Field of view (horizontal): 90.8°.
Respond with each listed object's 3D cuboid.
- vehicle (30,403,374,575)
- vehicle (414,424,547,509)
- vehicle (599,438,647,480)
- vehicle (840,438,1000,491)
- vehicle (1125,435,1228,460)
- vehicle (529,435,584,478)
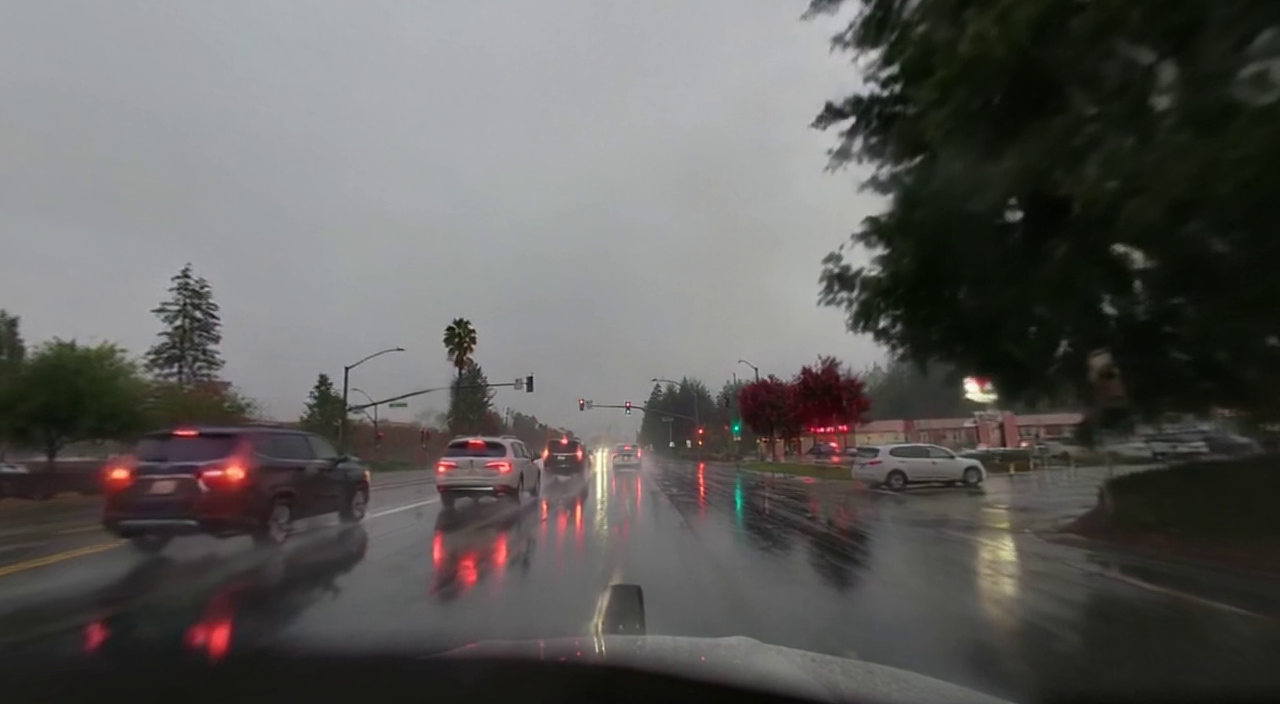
[{"bbox_3d":[-5.682,1.813,9.194,2.093,1.803,4.668,1,-9,-7],"label":"vehicle"},{"bbox_3d":[-3.964,2.948,16.738,2.159,1.877,4.925,0,-9,1],"label":"vehicle"},{"bbox_3d":[-0.783,4.984,29.652,2.061,1.809,4.141,0,-9,-1],"label":"vehicle"},{"bbox_3d":[9.780,3.908,22.229,4.734,1.726,2.039,1,-9,-11],"label":"vehicle"},{"bbox_3d":[32.215,5.750,38.044,4.438,1.423,1.897,0,-9,-1],"label":"vehicle"},{"bbox_3d":[-4.232,5.406,32.933,2.252,1.999,5.605,0,-8,-1],"label":"vehicle"}]
